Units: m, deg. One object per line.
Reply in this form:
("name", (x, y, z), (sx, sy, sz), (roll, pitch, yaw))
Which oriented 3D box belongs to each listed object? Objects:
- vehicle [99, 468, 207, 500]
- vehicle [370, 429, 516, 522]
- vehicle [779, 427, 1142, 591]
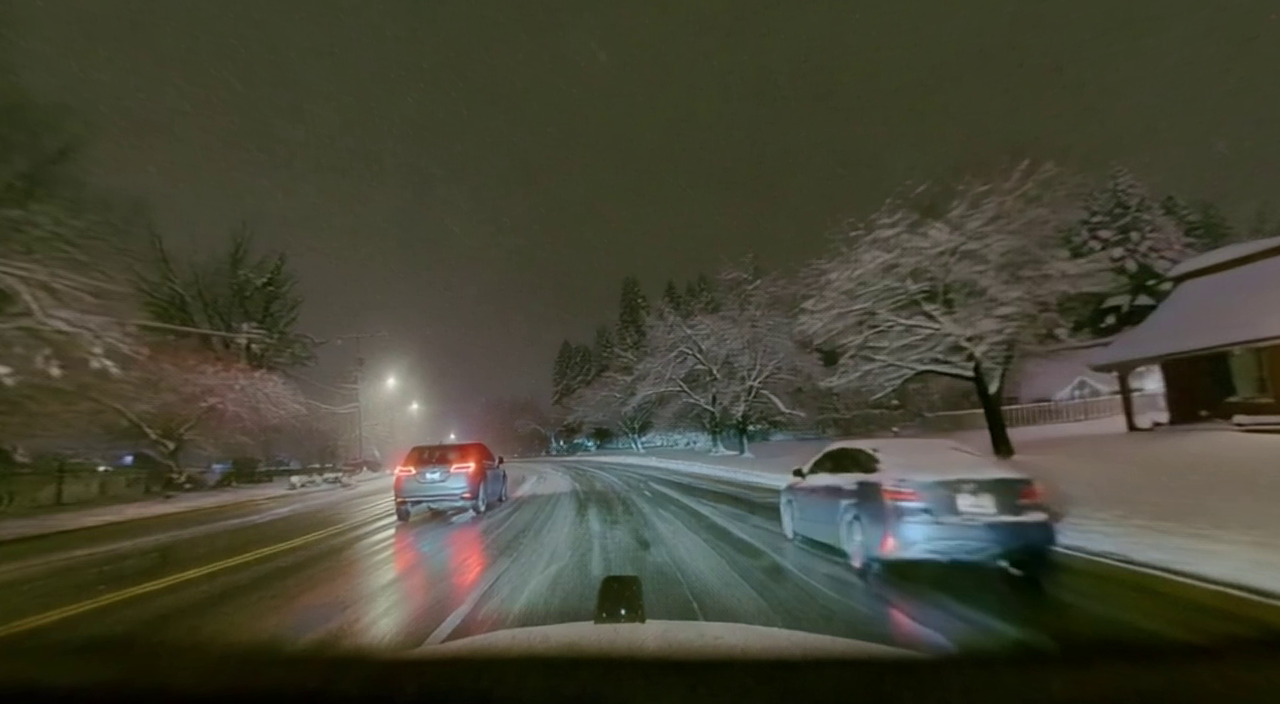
("vehicle", (-24.366, 6.615, 31.735), (3.892, 1.323, 1.741), (0, -7, -9))
("vehicle", (-4.282, 2.743, 14.611), (2.175, 1.772, 4.442), (0, -8, -4))
("vehicle", (3.414, 1.733, 7.949), (1.928, 1.447, 4.386), (1, -8, -6))
